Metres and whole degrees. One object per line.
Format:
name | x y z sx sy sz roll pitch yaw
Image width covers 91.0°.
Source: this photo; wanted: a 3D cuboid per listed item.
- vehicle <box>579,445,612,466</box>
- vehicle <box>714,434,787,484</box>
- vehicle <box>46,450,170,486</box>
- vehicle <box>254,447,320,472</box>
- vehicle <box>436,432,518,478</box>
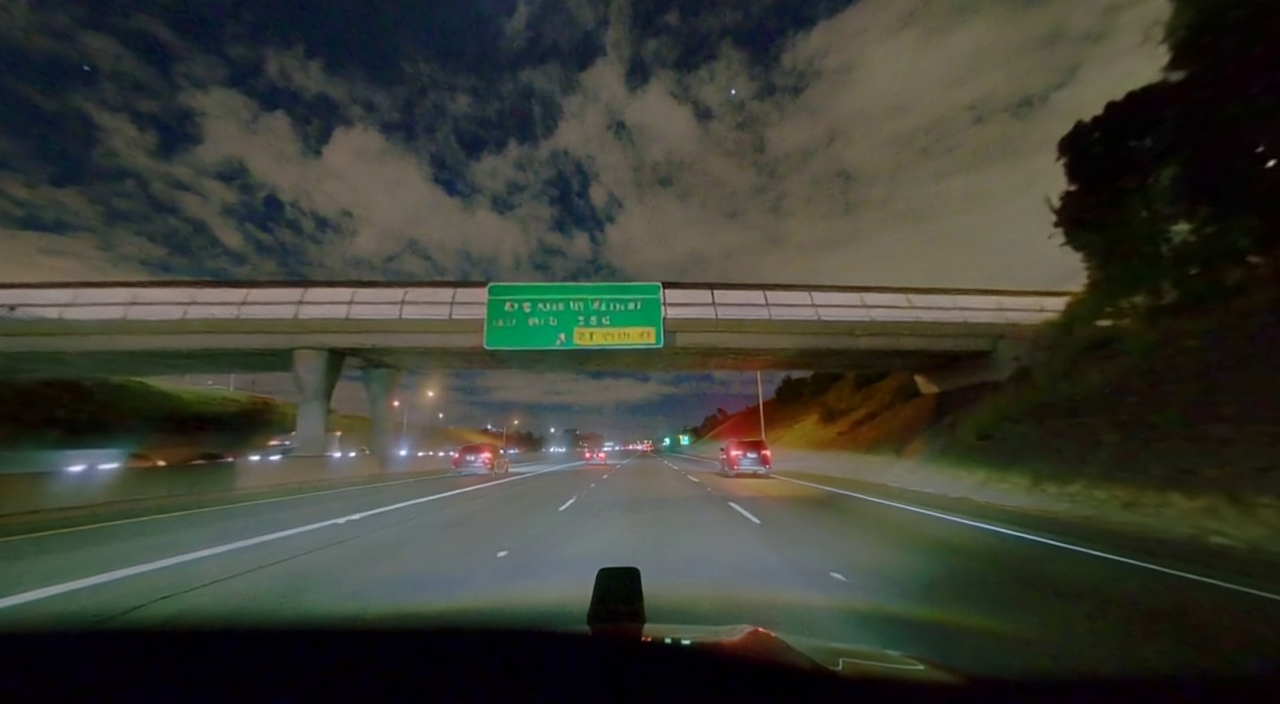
vehicle | -3.301 7.825 47.664 2.067 1.528 4.551 0 -9 1
vehicle | 4.124 4.081 24.281 1.990 1.735 4.276 0 -9 0
vehicle | -24.807 5.384 29.626 1.892 1.545 4.448 0 -9 0
vehicle | -25.276 7.690 45.317 1.980 1.634 4.800 0 -9 0
vehicle | -7.614 4.916 30.186 2.341 1.959 5.684 0 -9 1
